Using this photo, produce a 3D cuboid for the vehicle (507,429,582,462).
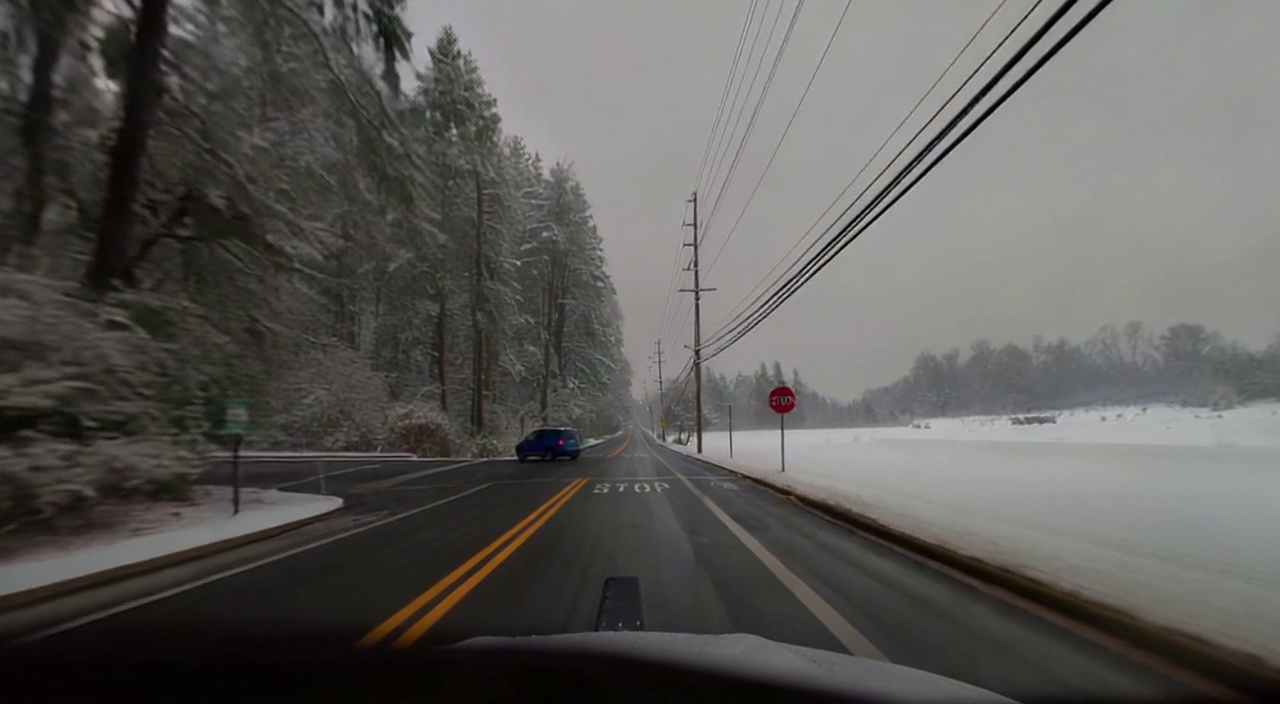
[{"bbox_3d":[-5.959,5.939,40.079,2.348,1.973,5.020,-4,-9,24],"label":"vehicle"}]
